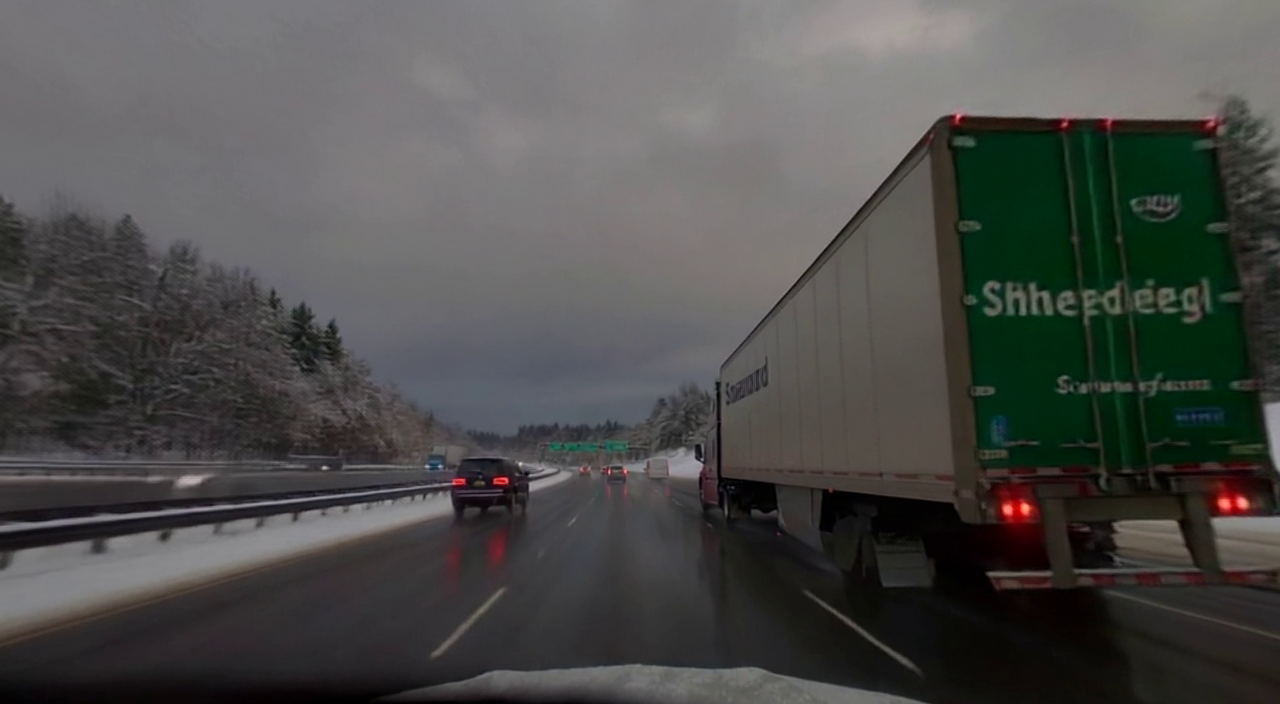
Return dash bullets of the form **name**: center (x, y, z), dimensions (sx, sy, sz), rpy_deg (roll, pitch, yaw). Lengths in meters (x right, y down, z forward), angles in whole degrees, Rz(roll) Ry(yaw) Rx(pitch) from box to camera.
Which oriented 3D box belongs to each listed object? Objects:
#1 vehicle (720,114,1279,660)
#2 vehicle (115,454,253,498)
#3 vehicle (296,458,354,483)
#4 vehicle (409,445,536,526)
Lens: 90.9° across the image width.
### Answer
- **vehicle**: center (4.110, 1.390, 11.840), dimensions (2.992, 4.300, 13.967), rpy_deg (1, -10, -2)
- **vehicle**: center (-17.398, 4.777, 24.413), dimensions (1.935, 1.506, 4.623), rpy_deg (1, -10, -1)
- **vehicle**: center (-22.113, 8.344, 44.388), dimensions (1.878, 1.652, 4.379), rpy_deg (1, -10, -1)
- **vehicle**: center (-4.142, 3.428, 16.519), dimensions (2.070, 1.775, 4.646), rpy_deg (1, -10, -1)
